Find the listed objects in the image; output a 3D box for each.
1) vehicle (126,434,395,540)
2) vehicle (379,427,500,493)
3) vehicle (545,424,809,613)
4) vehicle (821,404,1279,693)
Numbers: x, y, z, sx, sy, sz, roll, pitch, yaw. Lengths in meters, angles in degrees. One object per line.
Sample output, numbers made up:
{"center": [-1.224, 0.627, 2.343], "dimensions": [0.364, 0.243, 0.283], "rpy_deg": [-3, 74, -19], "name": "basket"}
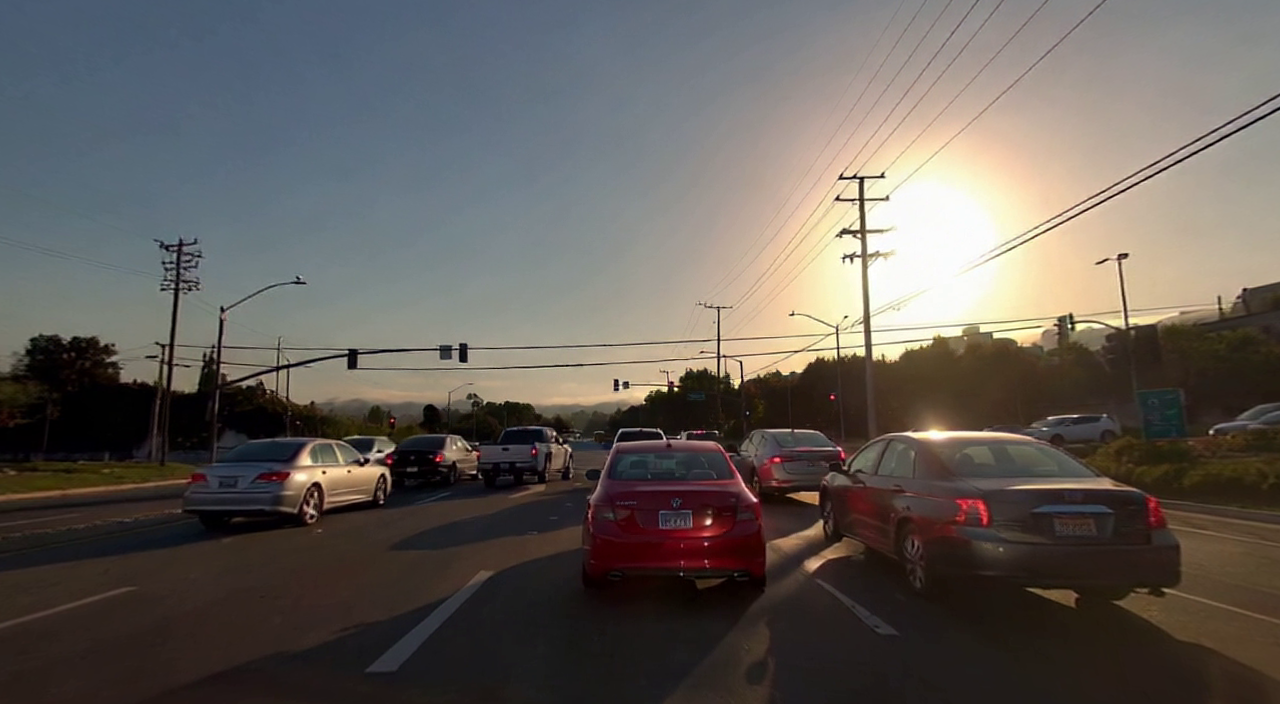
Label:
{"center": [-6.418, 2.294, 11.500], "dimensions": [1.955, 1.497, 4.639], "rpy_deg": [-1, -8, 1], "name": "vehicle"}
{"center": [-6.277, 3.447, 20.541], "dimensions": [2.070, 1.824, 5.196], "rpy_deg": [-1, -8, 2], "name": "vehicle"}
{"center": [0.301, 1.625, 7.094], "dimensions": [2.109, 1.483, 3.964], "rpy_deg": [0, -8, 0], "name": "vehicle"}
{"center": [3.133, 1.344, 5.487], "dimensions": [1.870, 1.523, 4.096], "rpy_deg": [0, -8, 0], "name": "vehicle"}
